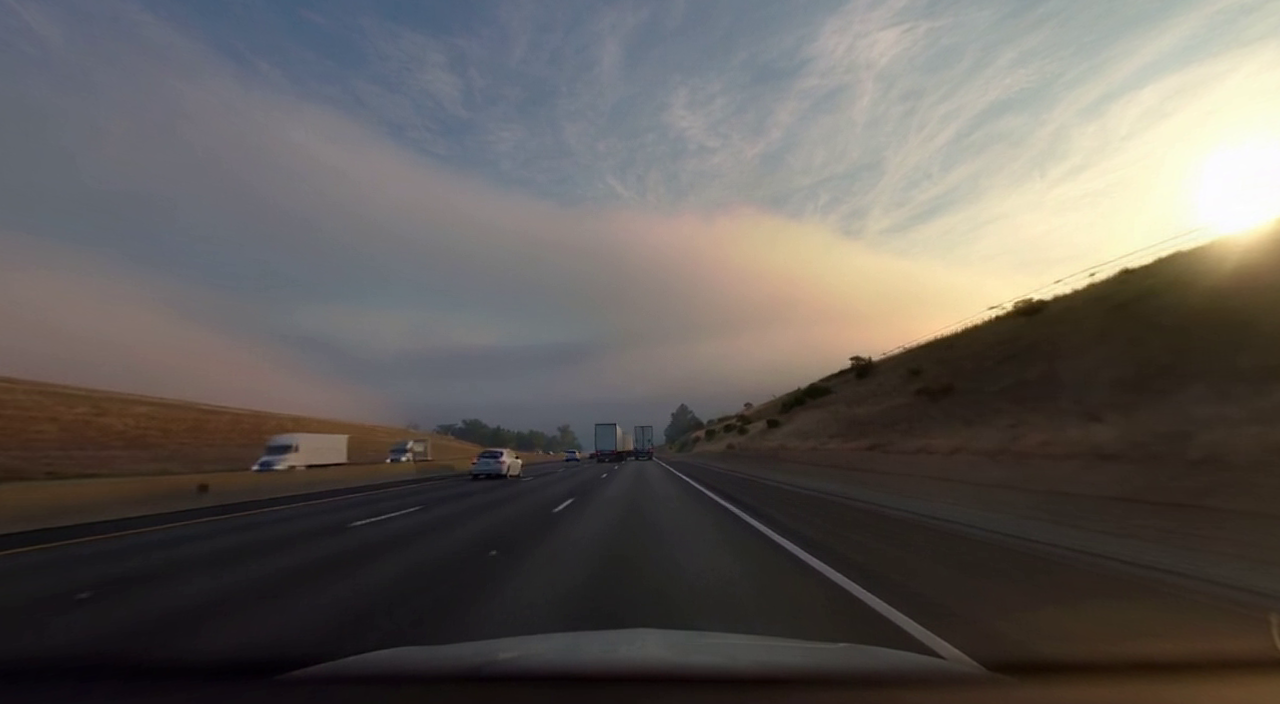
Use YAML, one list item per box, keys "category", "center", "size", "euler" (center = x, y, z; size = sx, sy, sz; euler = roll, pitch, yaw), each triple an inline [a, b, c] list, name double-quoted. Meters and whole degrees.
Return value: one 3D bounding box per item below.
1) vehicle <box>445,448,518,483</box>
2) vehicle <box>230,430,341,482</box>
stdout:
- category: "vehicle"
  center: [-7.139, 5.176, 29.055]
  size: [2.036, 1.474, 5.011]
  euler: [0, -9, 0]
- category: "vehicle"
  center: [-20.610, 6.105, 37.227]
  size: [2.258, 2.775, 7.014]
  euler: [0, -9, 1]
